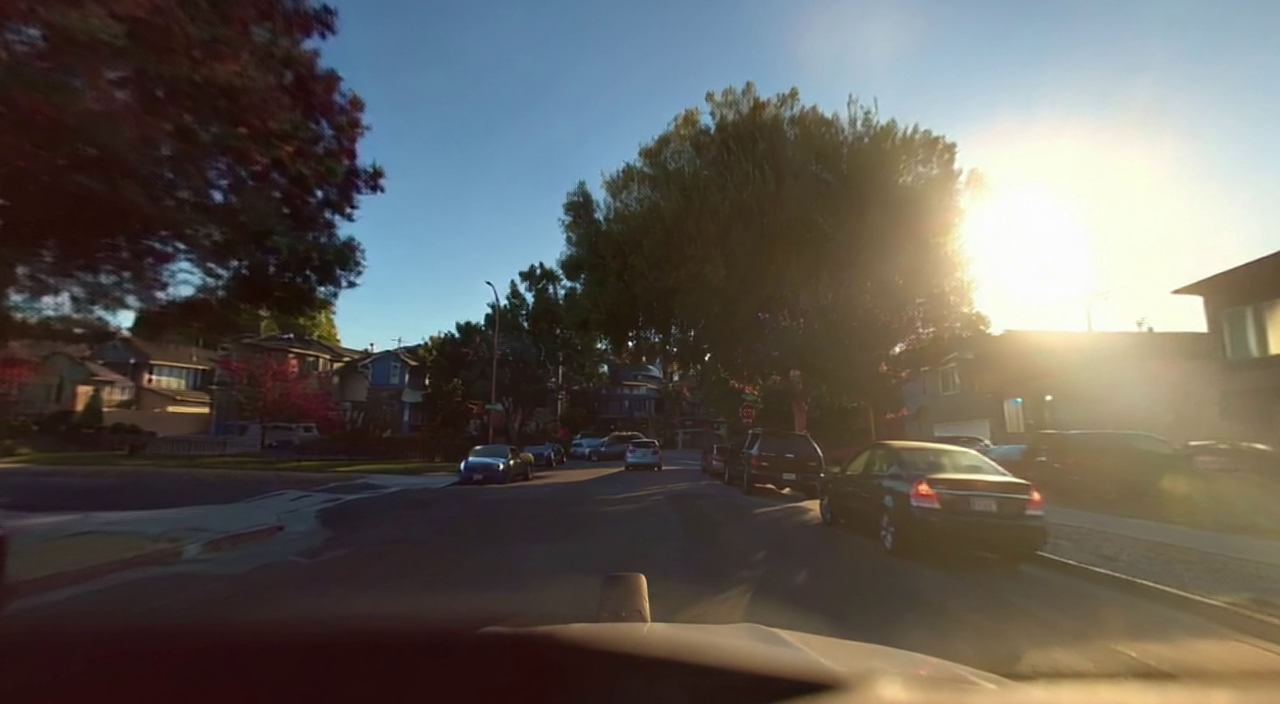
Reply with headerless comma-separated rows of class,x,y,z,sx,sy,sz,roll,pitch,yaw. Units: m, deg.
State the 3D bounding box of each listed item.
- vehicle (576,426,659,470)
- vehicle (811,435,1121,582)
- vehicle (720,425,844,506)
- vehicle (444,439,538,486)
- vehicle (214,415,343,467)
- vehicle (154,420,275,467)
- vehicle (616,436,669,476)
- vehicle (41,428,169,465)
vehicle,-1.465,5.619,36.911,2.772,2.319,6.249,4,-9,-23
vehicle,3.928,1.923,8.626,1.876,1.477,4.324,0,-8,-1
vehicle,3.538,2.880,16.540,2.144,1.751,4.472,2,-8,-1
vehicle,-5.008,3.786,21.859,1.999,1.441,4.628,0,-8,2
vehicle,-15.802,3.984,27.960,2.320,2.030,5.730,0,-8,0
vehicle,-18.691,4.038,27.951,2.103,1.840,4.868,2,-7,-3
vehicle,0.042,4.271,26.045,2.010,1.499,4.107,0,-9,-1
vehicle,-23.963,4.252,28.383,1.852,1.518,4.438,0,-8,0
